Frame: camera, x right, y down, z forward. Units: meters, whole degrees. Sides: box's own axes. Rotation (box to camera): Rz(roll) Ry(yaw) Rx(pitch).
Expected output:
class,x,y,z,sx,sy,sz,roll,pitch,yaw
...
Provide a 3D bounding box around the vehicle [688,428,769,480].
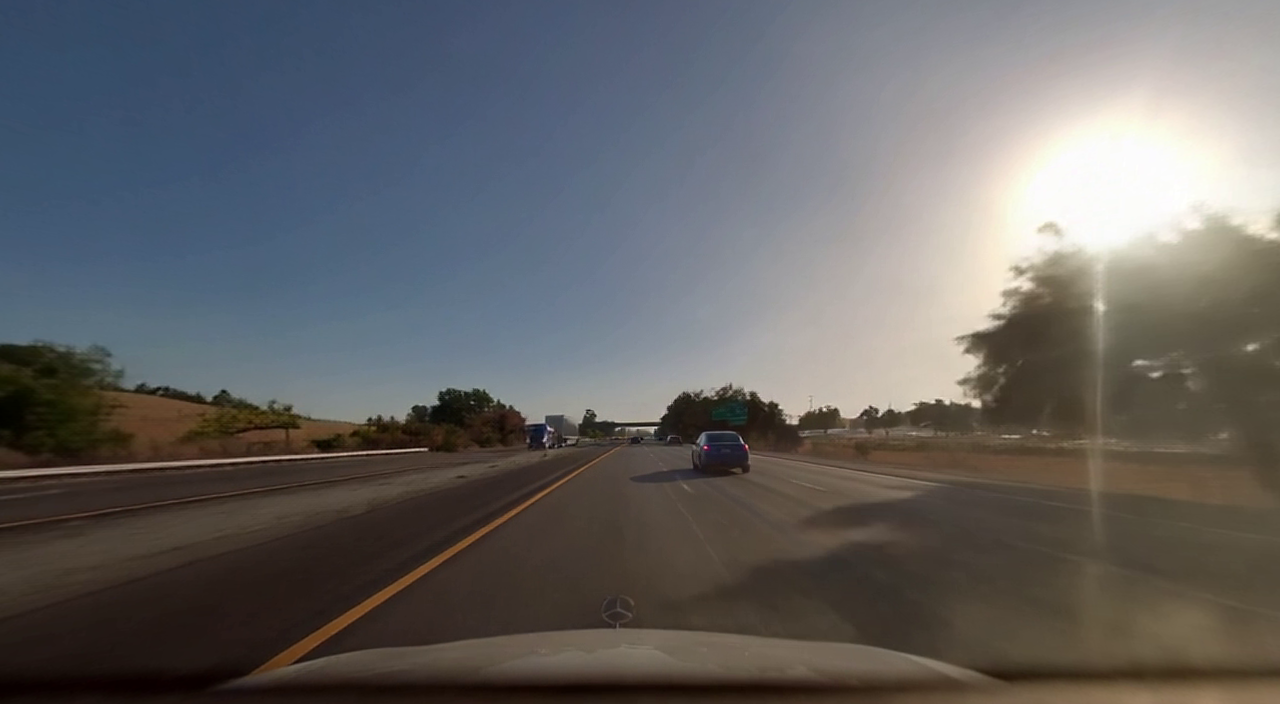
class,x,y,z,sx,sy,sz,roll,pitch,yaw
vehicle,2.924,3.464,21.736,2.084,1.583,4.420,0,-8,-1
